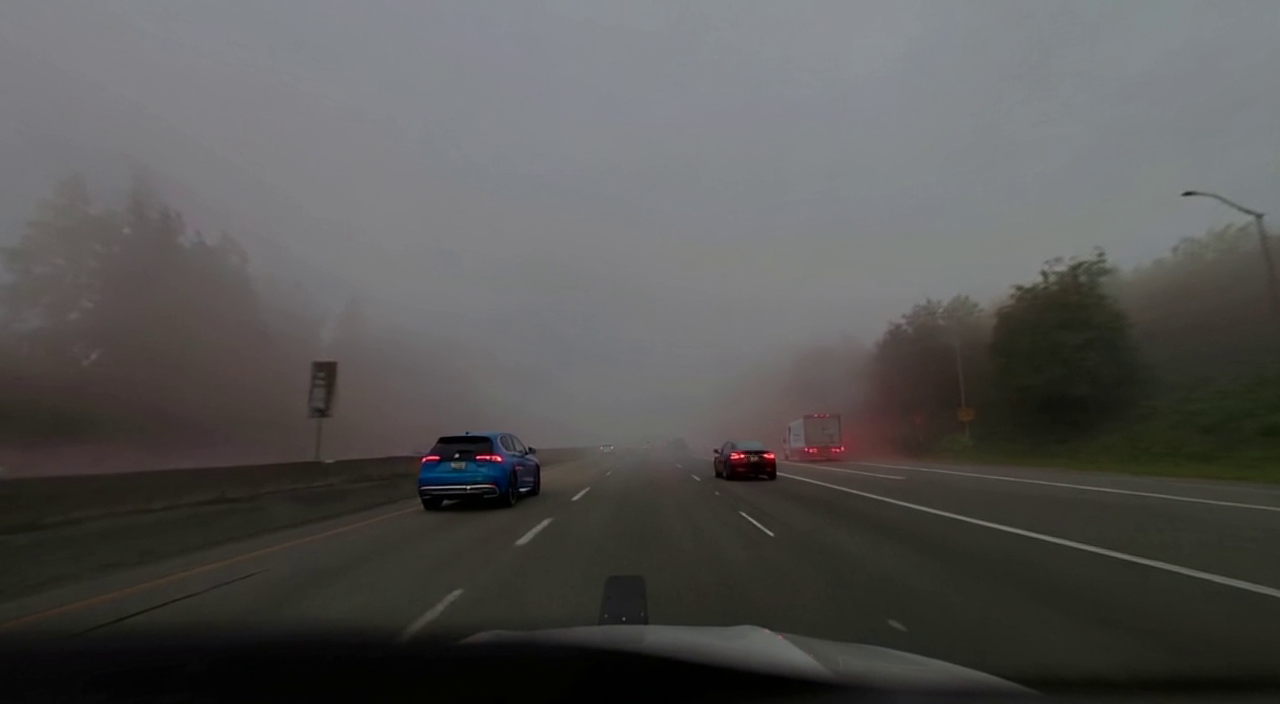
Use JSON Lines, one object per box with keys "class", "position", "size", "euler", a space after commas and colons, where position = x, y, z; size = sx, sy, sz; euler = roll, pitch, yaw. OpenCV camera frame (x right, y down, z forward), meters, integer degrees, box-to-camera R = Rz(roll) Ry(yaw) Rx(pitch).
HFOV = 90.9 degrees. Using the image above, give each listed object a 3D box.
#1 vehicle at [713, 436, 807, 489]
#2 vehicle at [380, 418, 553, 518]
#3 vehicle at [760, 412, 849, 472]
{"class": "vehicle", "position": [3.700, 3.526, 20.420], "size": [2.080, 1.493, 4.674], "euler": [0, -9, 0]}
{"class": "vehicle", "position": [-3.484, 2.482, 13.998], "size": [2.218, 1.764, 5.229], "euler": [0, -9, 2]}
{"class": "vehicle", "position": [7.730, 4.346, 30.288], "size": [2.729, 2.628, 4.875], "euler": [0, -9, -2]}
